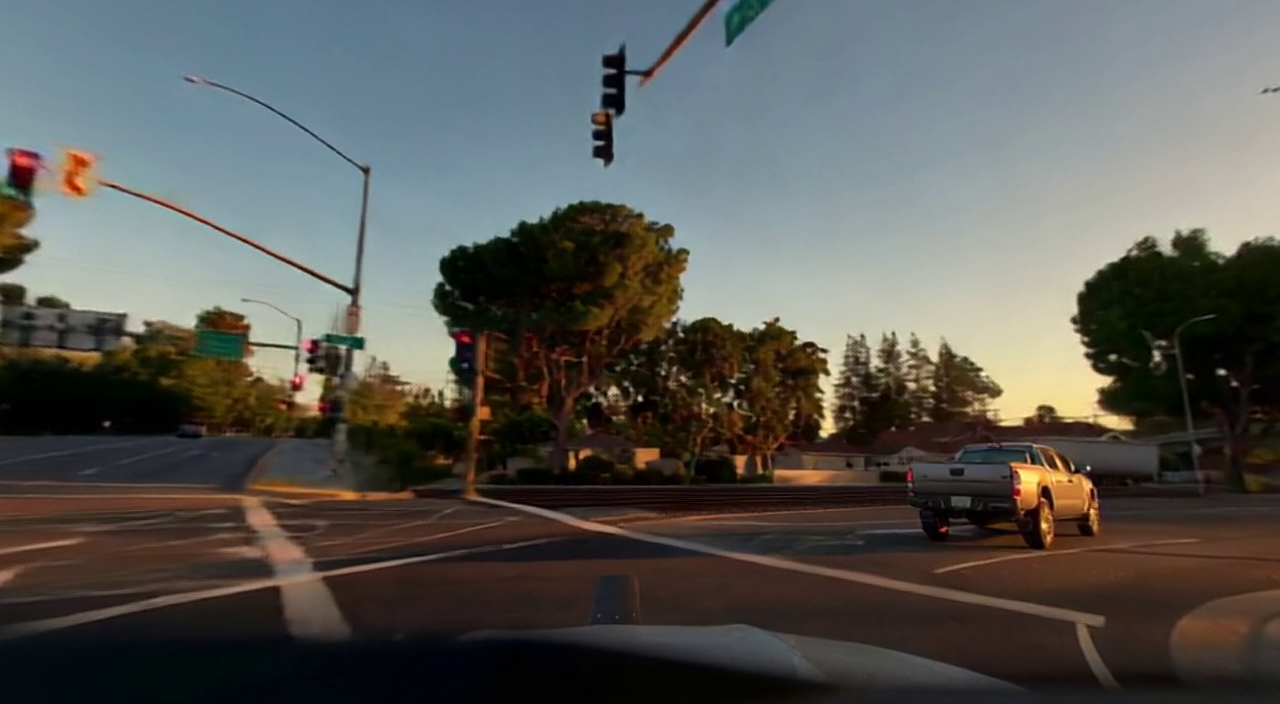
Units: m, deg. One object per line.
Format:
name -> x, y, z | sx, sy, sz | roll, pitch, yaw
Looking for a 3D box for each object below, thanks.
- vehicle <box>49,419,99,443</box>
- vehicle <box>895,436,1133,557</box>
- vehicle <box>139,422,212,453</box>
vehicle -> -44.142, 6.216, 49.361 | 1.913, 1.675, 4.418 | 5, -11, -29
vehicle -> 7.745, 2.768, 12.885 | 5.251, 1.926, 2.404 | 8, -12, -39
vehicle -> -24.566, 4.596, 33.610 | 2.004, 1.482, 4.799 | 4, -10, -24
